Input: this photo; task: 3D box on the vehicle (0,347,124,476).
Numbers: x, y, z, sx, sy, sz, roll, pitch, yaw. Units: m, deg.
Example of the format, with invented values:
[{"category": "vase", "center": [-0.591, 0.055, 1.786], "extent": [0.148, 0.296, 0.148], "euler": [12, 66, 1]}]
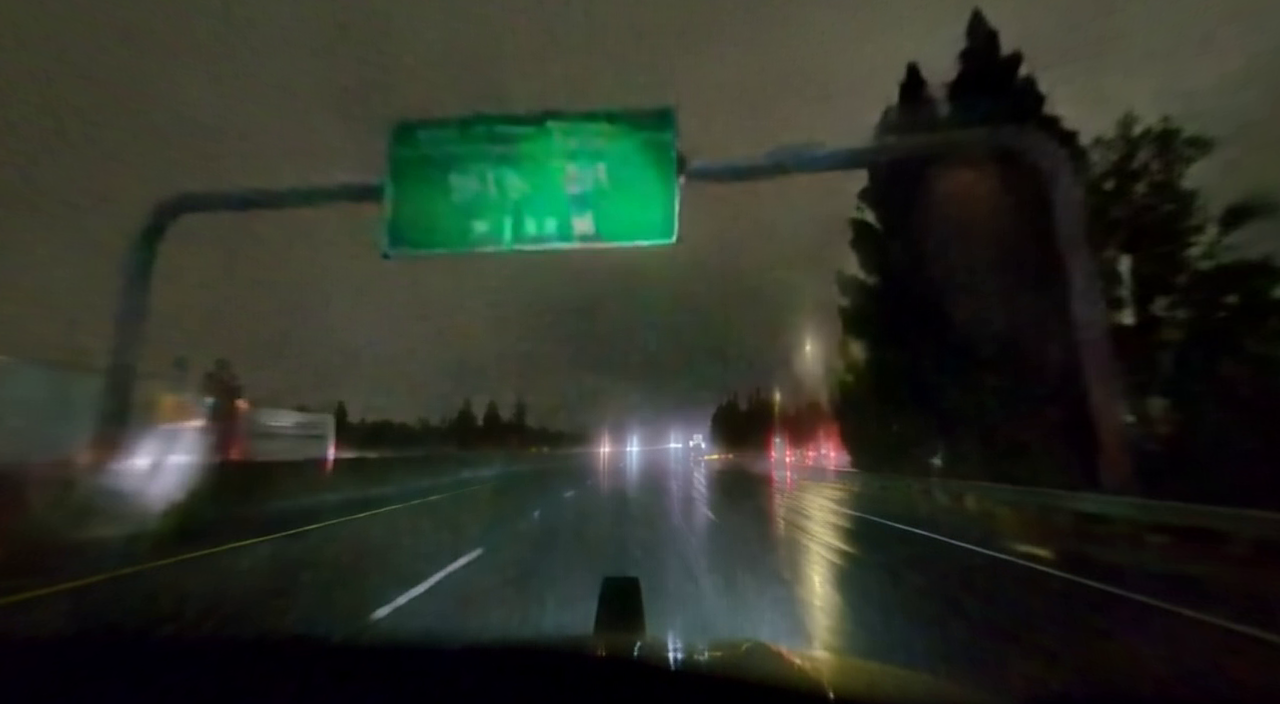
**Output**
[{"category": "vehicle", "center": [-21.307, 1.293, 15.845], "extent": [2.889, 3.945, 15.988], "euler": [0, -9, 1]}]

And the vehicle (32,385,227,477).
[{"category": "vehicle", "center": [-24.824, 3.998, 31.337], "extent": [3.001, 3.995, 7.503], "euler": [0, -8, 2]}]
